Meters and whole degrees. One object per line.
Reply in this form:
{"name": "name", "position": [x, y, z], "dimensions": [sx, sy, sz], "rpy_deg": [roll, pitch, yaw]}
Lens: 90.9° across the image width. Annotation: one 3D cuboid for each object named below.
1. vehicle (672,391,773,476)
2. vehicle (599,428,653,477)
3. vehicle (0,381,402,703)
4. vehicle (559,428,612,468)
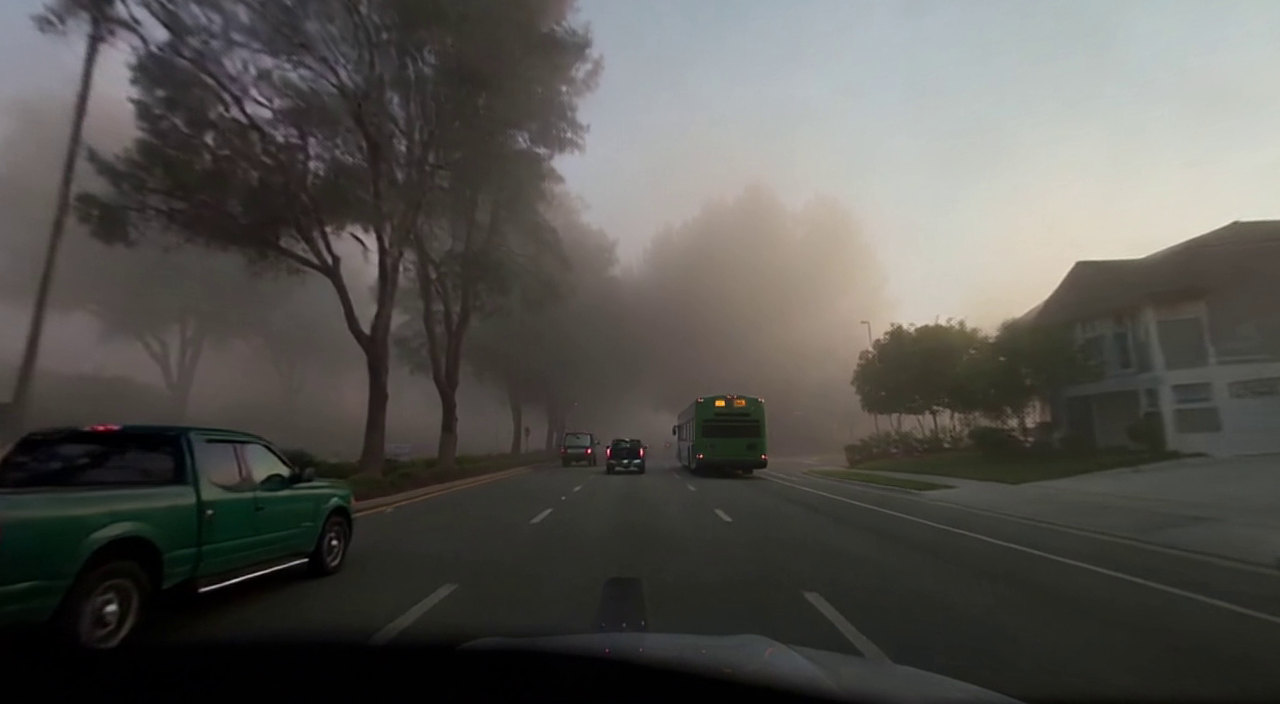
{"name": "vehicle", "position": [3.494, 4.056, 30.587], "dimensions": [3.059, 3.264, 12.623], "rpy_deg": [0, -8, 0]}
{"name": "vehicle", "position": [-0.489, 4.239, 26.778], "dimensions": [2.074, 1.849, 5.137], "rpy_deg": [0, -8, 1]}
{"name": "vehicle", "position": [-3.879, 1.229, 4.998], "dimensions": [2.109, 1.543, 4.535], "rpy_deg": [0, -8, 1]}
{"name": "vehicle", "position": [-2.971, 5.444, 35.947], "dimensions": [2.513, 2.066, 5.820], "rpy_deg": [0, -8, 0]}
